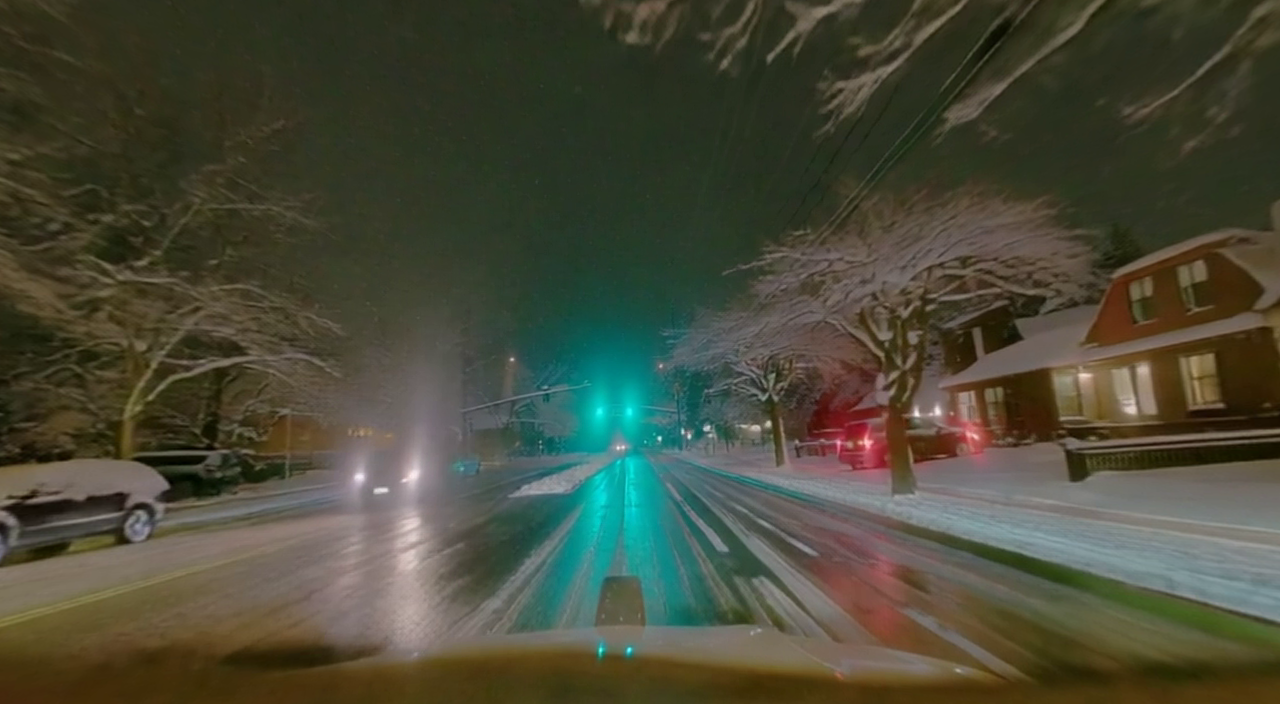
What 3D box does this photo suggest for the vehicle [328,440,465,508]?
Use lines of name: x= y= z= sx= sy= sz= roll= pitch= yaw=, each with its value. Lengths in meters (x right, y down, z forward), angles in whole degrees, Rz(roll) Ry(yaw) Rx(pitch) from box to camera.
vehicle: x=-7.095 y=3.559 z=19.038 sx=2.142 sy=1.611 sz=4.890 roll=-5 pitch=-8 yaw=0

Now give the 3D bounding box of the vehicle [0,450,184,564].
vehicle: x=-11.501 y=2.974 z=11.997 sx=2.024 sy=1.795 sz=5.054 roll=-11 pitch=-8 yaw=-3

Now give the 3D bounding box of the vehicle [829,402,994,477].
vehicle: x=9.382 y=2.931 z=21.731 sx=5.565 sy=2.036 sz=1.907 roll=-1 pitch=-7 yaw=-27

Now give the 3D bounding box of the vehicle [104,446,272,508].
vehicle: x=-19.913 y=5.494 z=28.069 sx=5.775 sy=2.026 sz=2.228 roll=-5 pitch=-9 yaw=-3
